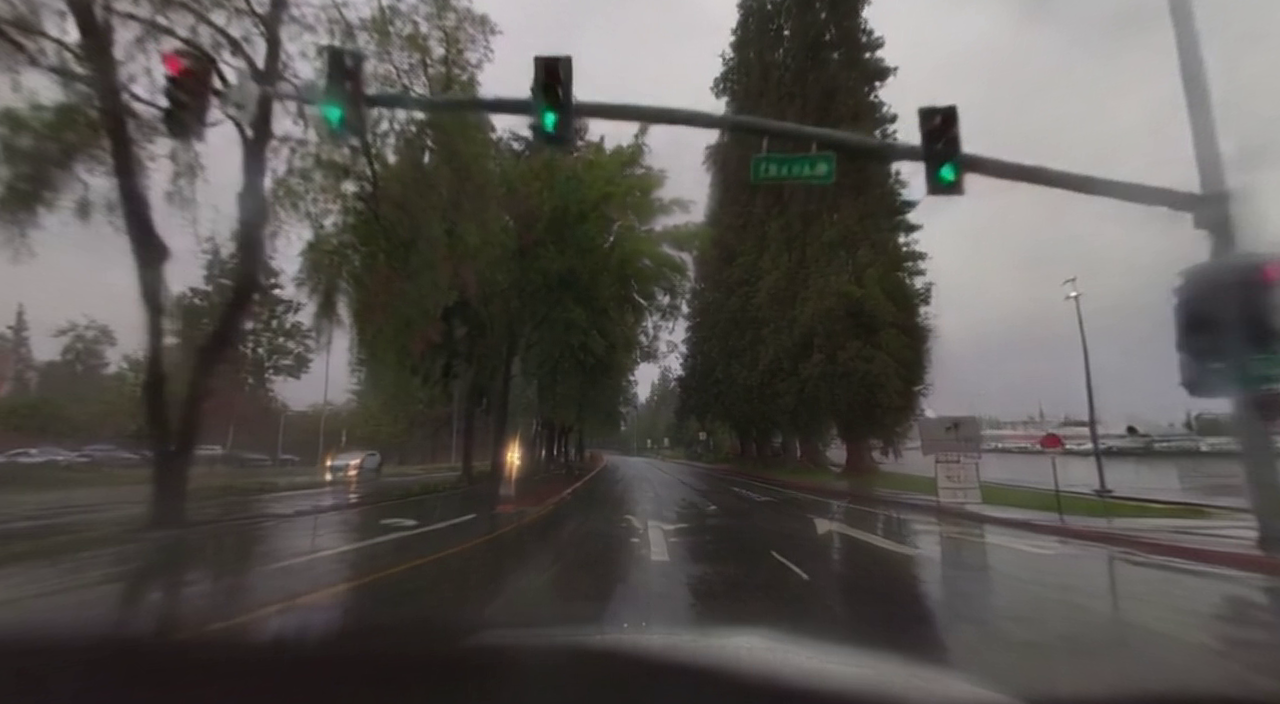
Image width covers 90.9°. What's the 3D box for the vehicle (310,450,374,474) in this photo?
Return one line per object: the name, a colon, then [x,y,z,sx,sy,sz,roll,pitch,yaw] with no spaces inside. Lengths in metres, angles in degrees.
vehicle: [-20.031,7.406,42.633,2.099,1.504,4.721,0,-9,-1]
